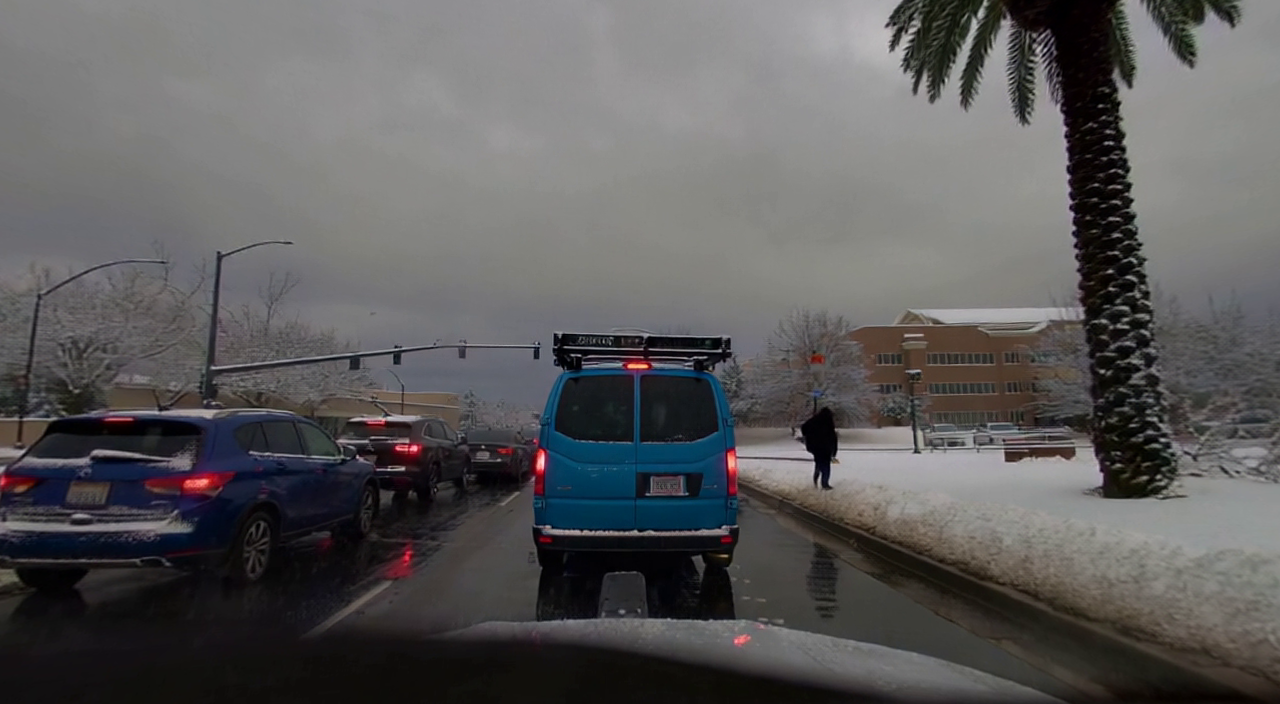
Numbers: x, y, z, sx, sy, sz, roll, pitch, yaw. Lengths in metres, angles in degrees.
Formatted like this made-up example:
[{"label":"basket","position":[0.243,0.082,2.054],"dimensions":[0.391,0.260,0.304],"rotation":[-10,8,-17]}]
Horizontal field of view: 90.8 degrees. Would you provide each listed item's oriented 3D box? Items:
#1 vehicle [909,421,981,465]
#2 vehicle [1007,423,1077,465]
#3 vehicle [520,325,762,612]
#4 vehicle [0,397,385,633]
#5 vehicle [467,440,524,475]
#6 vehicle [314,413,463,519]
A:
[{"label":"vehicle","position":[12.643,3.765,26.047],"dimensions":[2.046,1.675,3.924],"rotation":[-6,-10,33]},{"label":"vehicle","position":[15.796,3.617,24.726],"dimensions":[2.048,1.475,3.972],"rotation":[-6,-10,34]},{"label":"vehicle","position":[-0.199,1.216,7.185],"dimensions":[1.902,2.238,4.263],"rotation":[1,-9,-6]},{"label":"vehicle","position":[-4.395,1.469,6.672],"dimensions":[1.986,1.643,4.315],"rotation":[1,-9,-6]},{"label":"vehicle","position":[-6.836,4.893,29.579],"dimensions":[1.818,1.479,4.428],"rotation":[4,-9,-22]},{"label":"vehicle","position":[-5.207,2.421,13.892],"dimensions":[2.089,1.854,5.022],"rotation":[2,-9,-11]}]
